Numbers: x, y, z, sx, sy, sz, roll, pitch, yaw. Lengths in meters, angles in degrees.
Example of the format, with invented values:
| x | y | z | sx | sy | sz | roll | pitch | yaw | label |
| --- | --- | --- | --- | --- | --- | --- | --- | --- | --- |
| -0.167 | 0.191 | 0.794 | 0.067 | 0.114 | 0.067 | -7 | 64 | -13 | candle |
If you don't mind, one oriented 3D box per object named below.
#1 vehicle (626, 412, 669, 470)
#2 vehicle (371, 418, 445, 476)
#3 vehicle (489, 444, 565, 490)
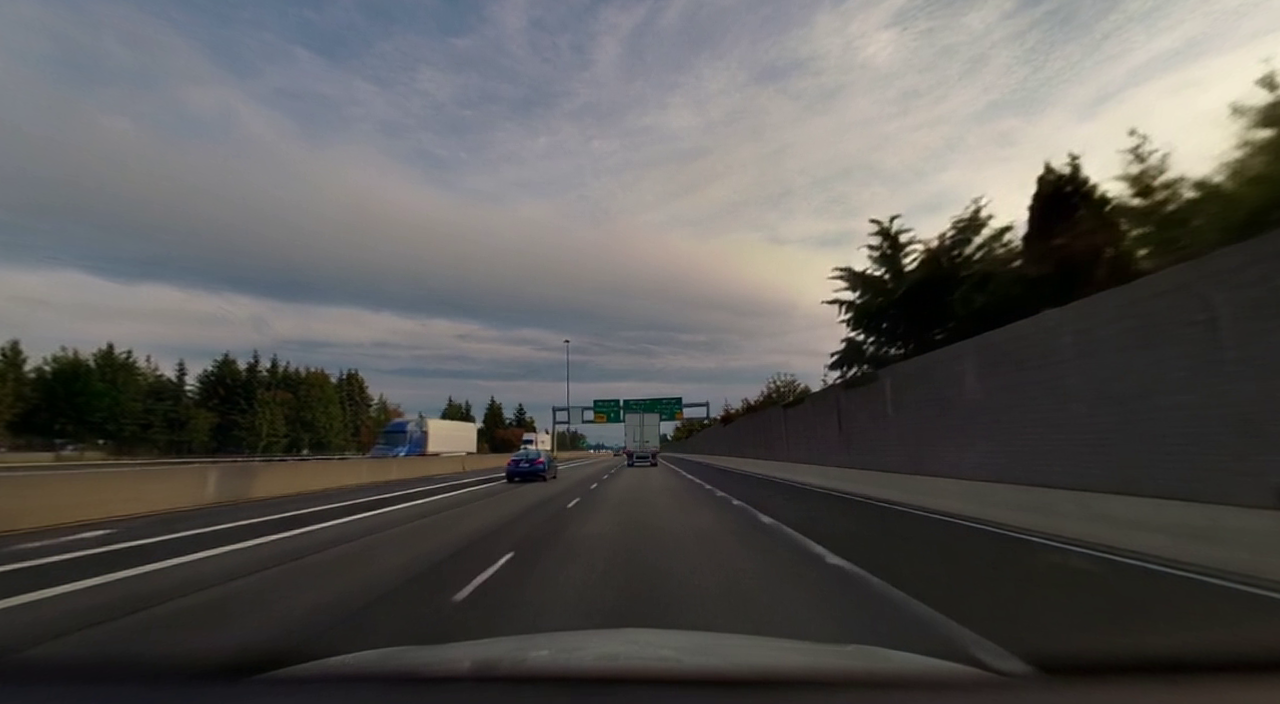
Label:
| x | y | z | sx | sy | sz | roll | pitch | yaw | label |
| --- | --- | --- | --- | --- | --- | --- | --- | --- | --- |
| 0.601 | 7.007 | 49.243 | 2.980 | 4.051 | 10.359 | 0 | -9 | 1 | vehicle |
| -16.779 | 6.938 | 46.013 | 2.987 | 3.918 | 5.823 | 0 | -9 | 1 | vehicle |
| -4.072 | 4.223 | 23.534 | 1.974 | 1.531 | 4.429 | 0 | -9 | 1 | vehicle |
